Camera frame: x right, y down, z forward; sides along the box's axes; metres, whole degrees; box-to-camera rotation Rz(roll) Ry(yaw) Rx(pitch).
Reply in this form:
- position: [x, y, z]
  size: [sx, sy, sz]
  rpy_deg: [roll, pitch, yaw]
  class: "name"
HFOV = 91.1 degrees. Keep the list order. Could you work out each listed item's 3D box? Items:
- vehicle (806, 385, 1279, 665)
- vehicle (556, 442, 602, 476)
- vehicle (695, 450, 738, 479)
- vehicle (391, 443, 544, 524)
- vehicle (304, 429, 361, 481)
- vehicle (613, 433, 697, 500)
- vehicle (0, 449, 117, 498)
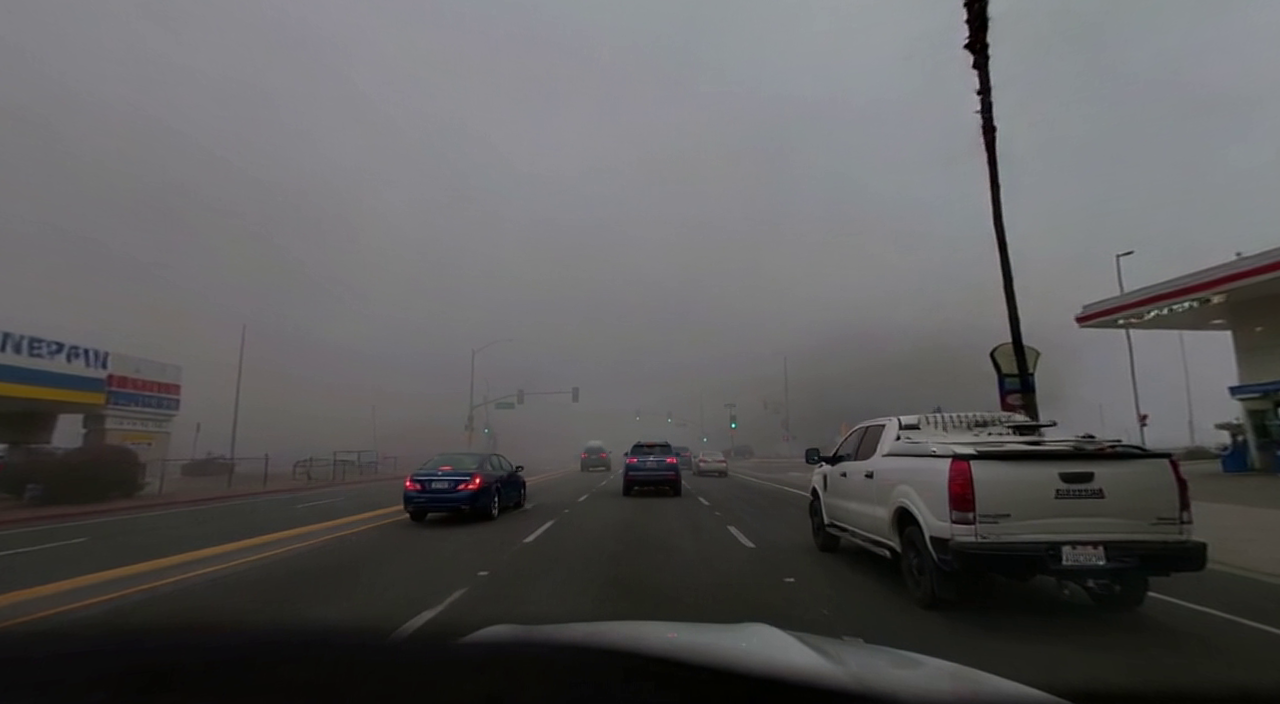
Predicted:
- position: [3.649, 1.537, 6.955]
  size: [2.120, 1.828, 5.531]
  rpy_deg: [0, -8, 0]
  class: "vehicle"
- position: [-3.420, 6.100, 36.090]
  size: [2.071, 1.811, 4.605]
  rpy_deg: [0, -8, 2]
  class: "vehicle"
- position: [4.097, 6.094, 34.271]
  size: [1.901, 1.401, 3.965]
  rpy_deg: [0, -8, 1]
  class: "vehicle"
- position: [-3.591, 2.812, 14.136]
  size: [1.983, 1.502, 4.720]
  rpy_deg: [0, -8, 2]
  class: "vehicle"
- position: [-18.228, 6.039, 37.116]
  size: [2.109, 2.870, 3.441]
  rpy_deg: [7, -11, -39]
  class: "vehicle"
- position: [0.433, 3.588, 20.139]
  size: [2.295, 1.835, 5.471]
  rpy_deg: [0, -8, 0]
  class: "vehicle"
- position: [-29.352, 5.763, 30.401]
  size: [2.543, 2.092, 6.613]
  rpy_deg: [0, -8, -2]
  class: "vehicle"
